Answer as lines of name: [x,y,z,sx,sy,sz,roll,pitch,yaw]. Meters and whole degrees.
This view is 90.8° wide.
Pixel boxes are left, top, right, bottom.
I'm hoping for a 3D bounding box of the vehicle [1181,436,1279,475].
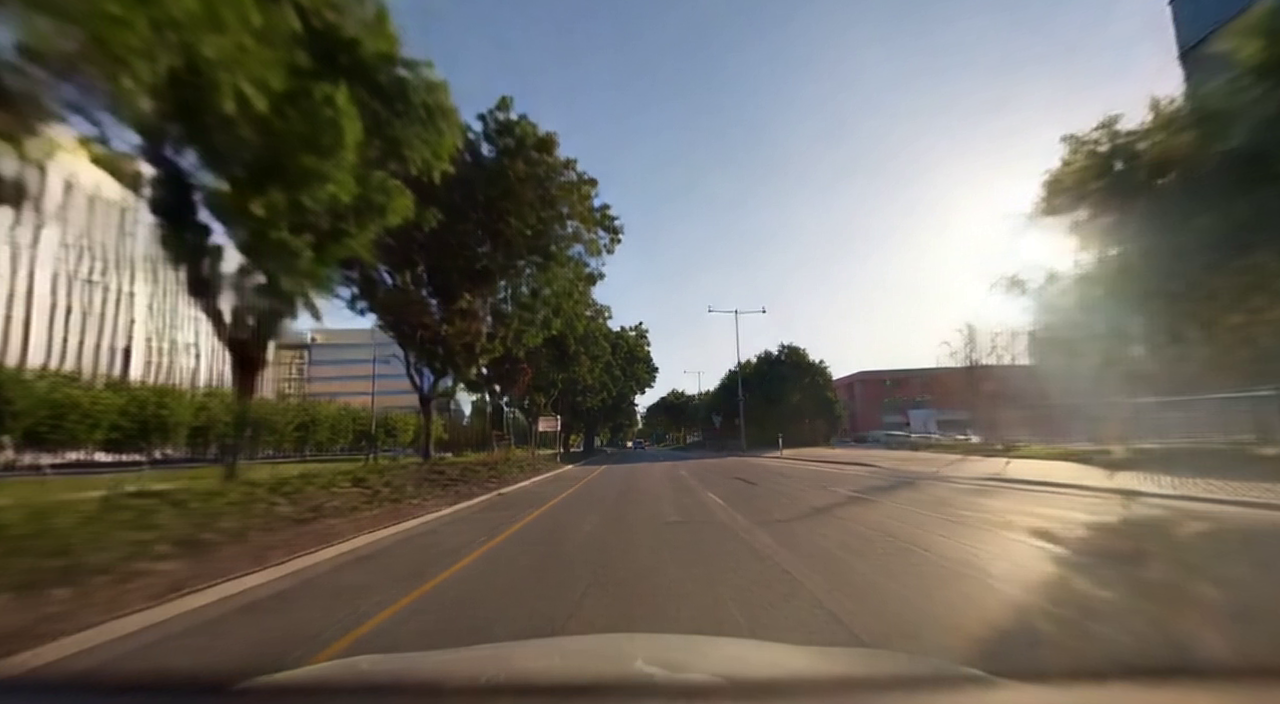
vehicle: [24.575,4.185,25.701,1.579,1.419,3.726,-2,-9,-4]
